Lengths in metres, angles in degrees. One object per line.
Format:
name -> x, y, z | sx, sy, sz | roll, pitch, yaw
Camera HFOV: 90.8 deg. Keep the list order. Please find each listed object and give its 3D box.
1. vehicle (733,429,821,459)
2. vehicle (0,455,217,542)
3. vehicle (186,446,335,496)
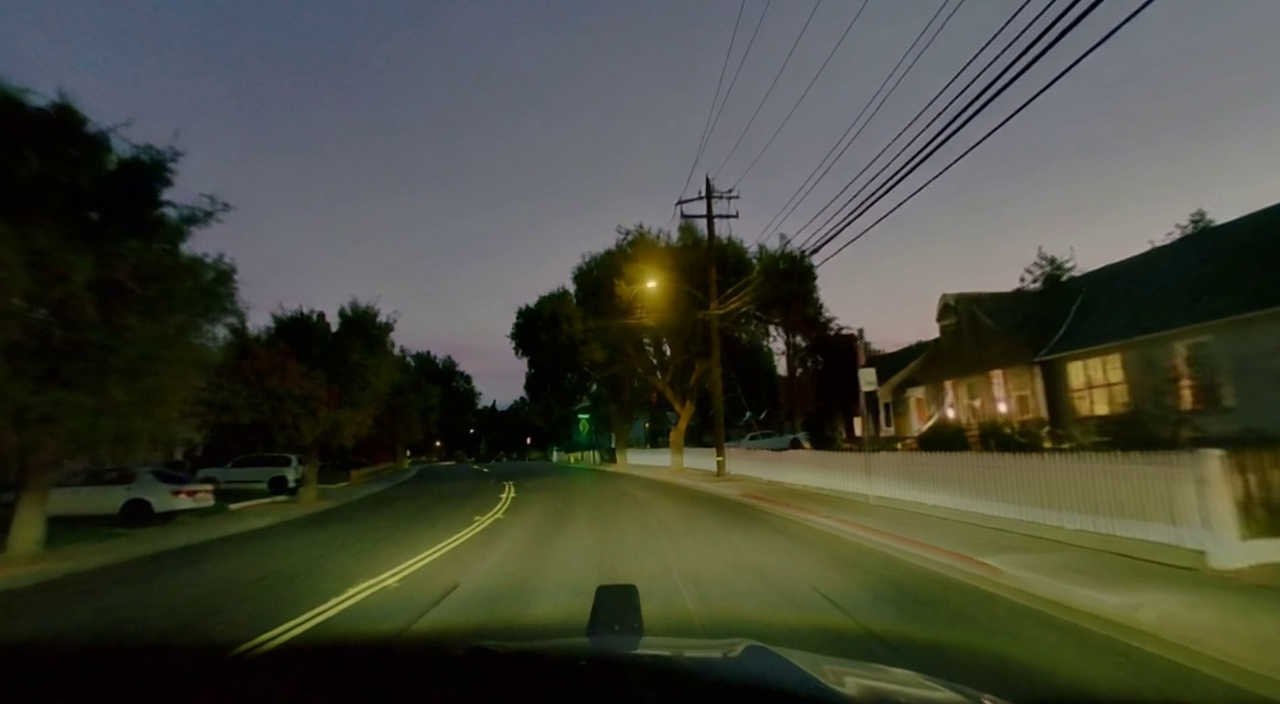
vehicle -> 7.793, 5.307, 36.310 | 4.566, 1.623, 1.906 | 0, -8, 0
vehicle -> -11.792, 3.066, 13.837 | 2.390, 1.431, 4.253 | 0, -8, -6
vehicle -> -14.510, 4.551, 24.363 | 4.321, 1.772, 2.161 | -1, -8, 2
